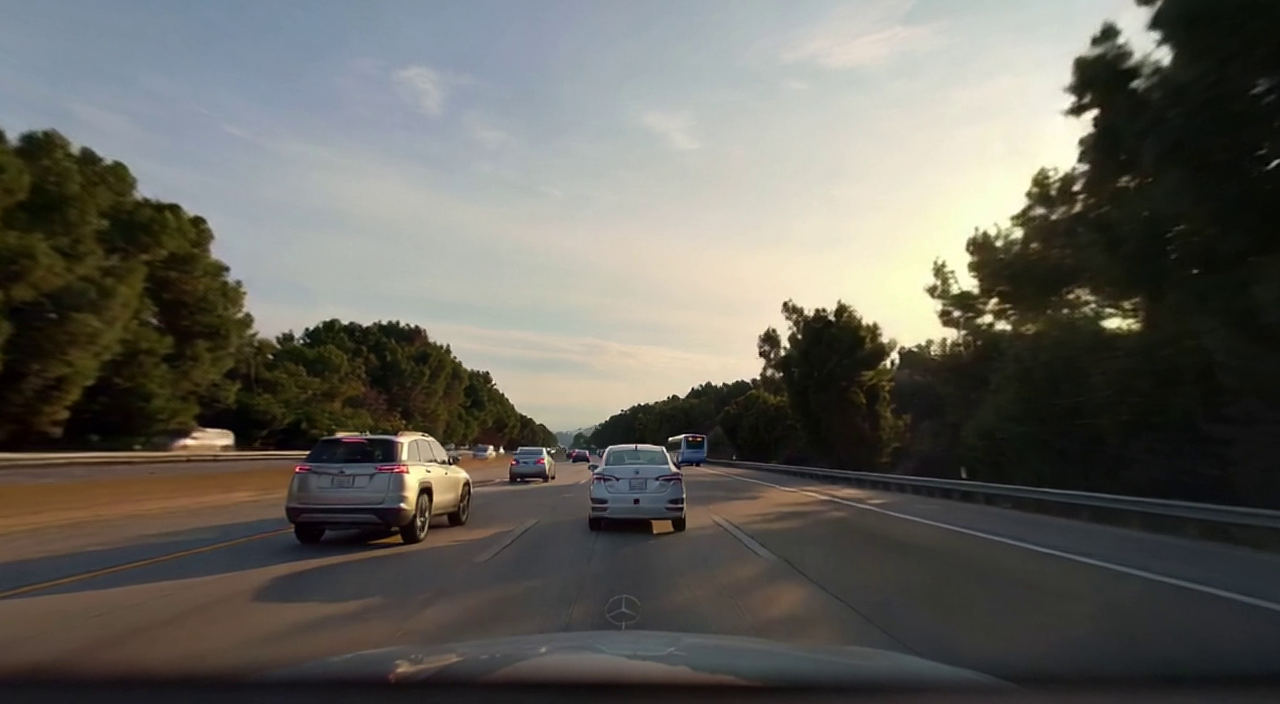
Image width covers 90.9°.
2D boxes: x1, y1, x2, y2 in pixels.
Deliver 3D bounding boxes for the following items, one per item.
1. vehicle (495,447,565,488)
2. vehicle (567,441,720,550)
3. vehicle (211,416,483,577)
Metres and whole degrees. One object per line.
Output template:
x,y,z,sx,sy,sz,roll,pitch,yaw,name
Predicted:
-4.337,4.623,25.477,2.122,1.491,3.800,0,-9,0,vehicle
-0.011,2.320,10.863,2.120,1.478,4.179,0,-9,-2,vehicle
-3.667,1.875,8.895,1.830,1.703,4.142,0,-9,0,vehicle
